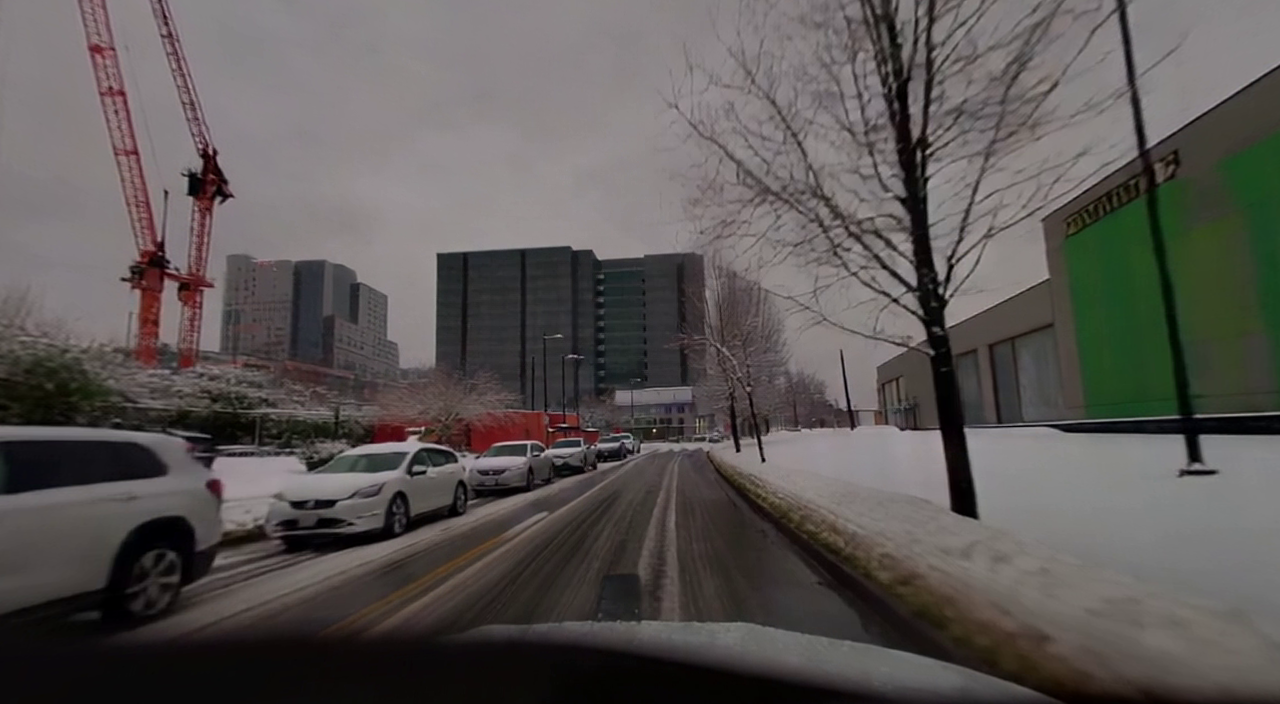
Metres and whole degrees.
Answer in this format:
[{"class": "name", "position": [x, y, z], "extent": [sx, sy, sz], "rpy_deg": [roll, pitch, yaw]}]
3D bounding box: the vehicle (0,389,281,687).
[{"class": "vehicle", "position": [-4.448, 1.071, 3.799], "extent": [1.913, 1.620, 3.982], "rpy_deg": [-1, -8, 6]}]

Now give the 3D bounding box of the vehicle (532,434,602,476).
[{"class": "vehicle", "position": [-2.742, 3.970, 24.715], "extent": [1.948, 1.460, 4.394], "rpy_deg": [-1, -8, 4]}]

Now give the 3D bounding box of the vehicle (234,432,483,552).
[{"class": "vehicle", "position": [-3.975, 1.993, 9.762], "extent": [1.806, 1.451, 3.878], "rpy_deg": [-1, -8, 5]}]

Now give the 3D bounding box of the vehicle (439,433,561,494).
[{"class": "vehicle", "position": [-3.621, 2.942, 17.172], "extent": [1.996, 1.411, 4.370], "rpy_deg": [-1, -8, 5]}]
